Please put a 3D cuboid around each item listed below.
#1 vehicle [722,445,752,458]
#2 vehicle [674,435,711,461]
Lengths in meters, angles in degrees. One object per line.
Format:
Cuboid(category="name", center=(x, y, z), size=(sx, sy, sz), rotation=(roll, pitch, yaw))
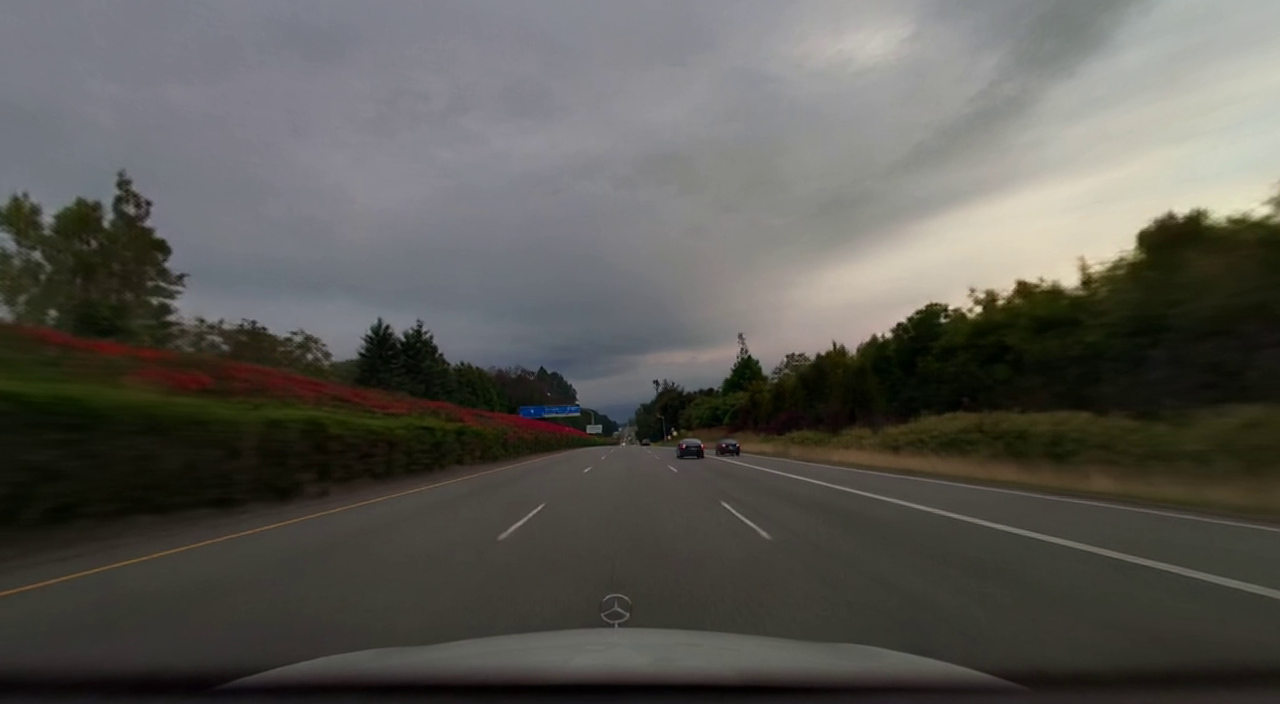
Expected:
Cuboid(category="vehicle", center=(6.836, 7.020, 44.546), size=(1.535, 0.862, 2.814), rotation=(0, -8, -4))
Cuboid(category="vehicle", center=(3.194, 5.943, 39.206), size=(1.819, 1.468, 3.770), rotation=(0, -8, -3))
